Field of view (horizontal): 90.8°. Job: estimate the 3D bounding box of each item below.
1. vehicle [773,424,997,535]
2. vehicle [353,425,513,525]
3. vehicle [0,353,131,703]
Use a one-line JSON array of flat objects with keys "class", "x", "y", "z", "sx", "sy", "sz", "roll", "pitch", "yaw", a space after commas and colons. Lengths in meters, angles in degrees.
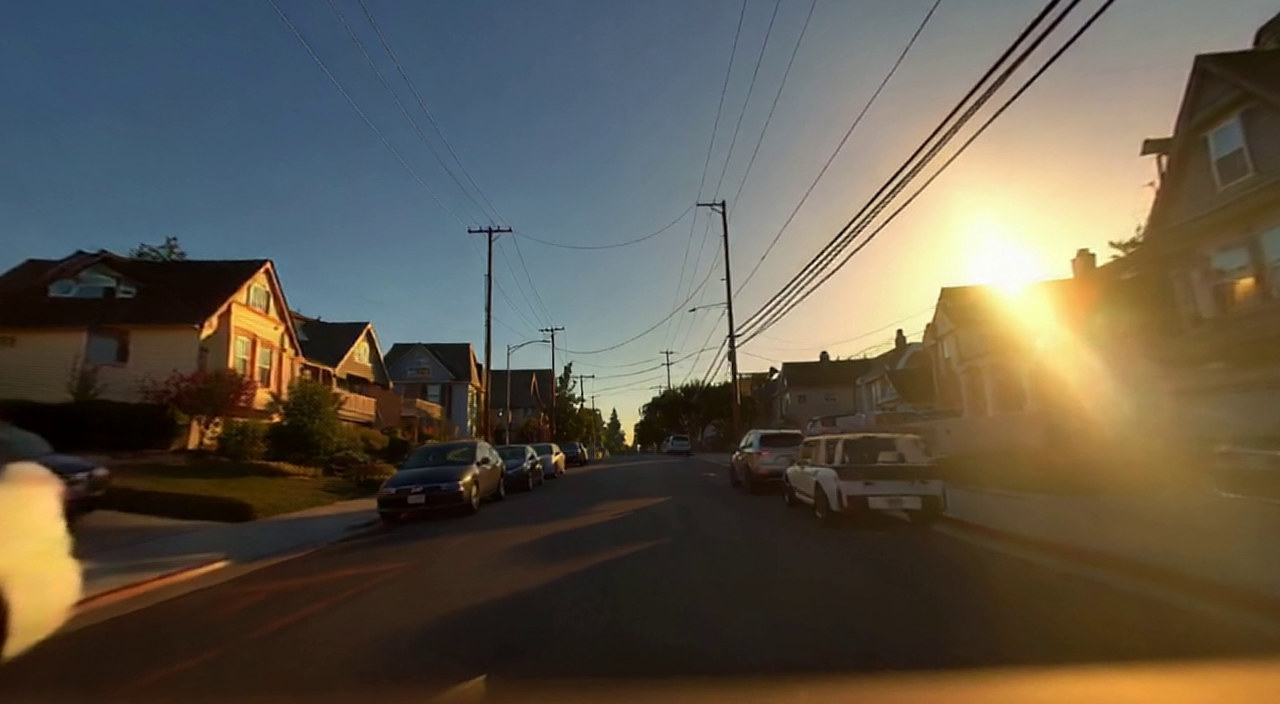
[{"class": "vehicle", "x": 3.639, "y": 1.999, "z": 10.480, "sx": 2.083, "sy": 1.407, "sz": 4.506, "roll": -1, "pitch": -9, "yaw": 3}, {"class": "vehicle", "x": -4.283, "y": 2.666, "z": 14.008, "sx": 2.031, "sy": 1.708, "sz": 4.746, "roll": -3, "pitch": -10, "yaw": -1}, {"class": "vehicle", "x": -4.001, "y": 0.722, "z": 1.260, "sx": 2.030, "sy": 1.733, "sz": 4.925, "roll": -3, "pitch": -7, "yaw": -2}]
